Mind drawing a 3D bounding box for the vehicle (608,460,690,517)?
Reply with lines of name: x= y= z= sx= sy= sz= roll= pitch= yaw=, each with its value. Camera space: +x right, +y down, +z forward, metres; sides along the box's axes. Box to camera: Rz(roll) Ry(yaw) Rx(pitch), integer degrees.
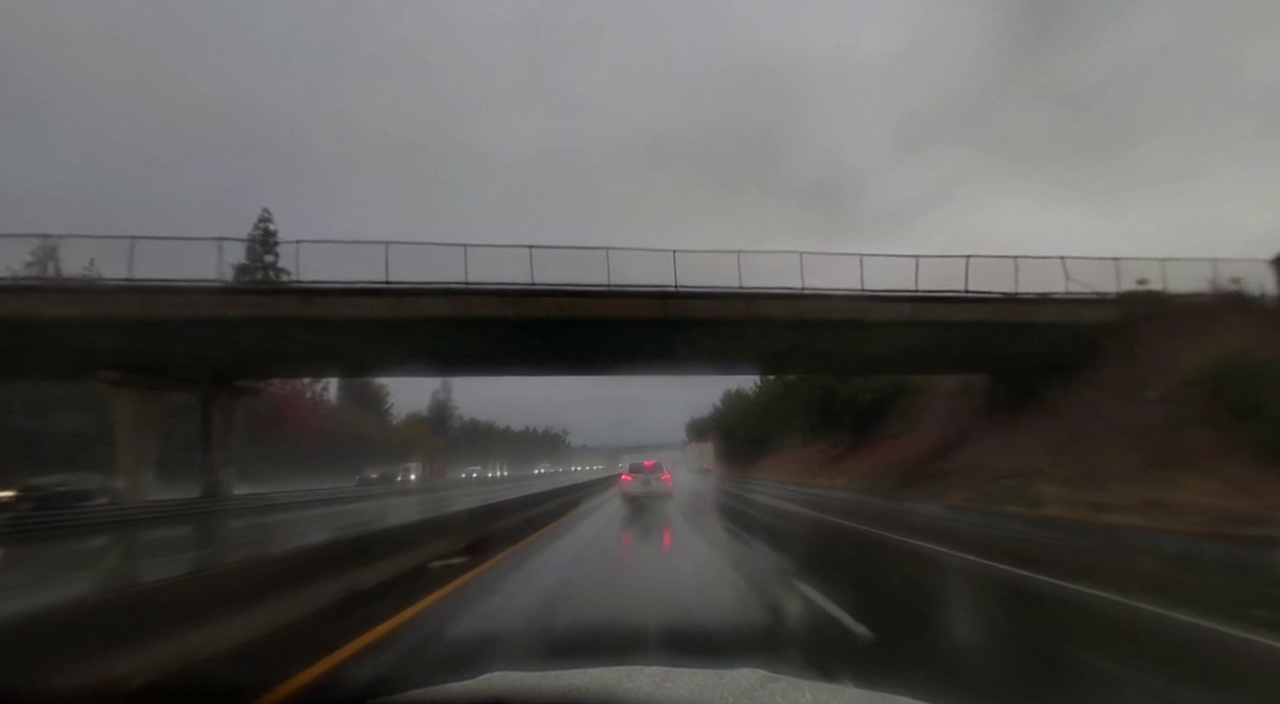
vehicle: x=0.255 y=3.972 z=18.582 sx=2.156 sy=1.444 sz=3.762 roll=1 pitch=-10 yaw=0
